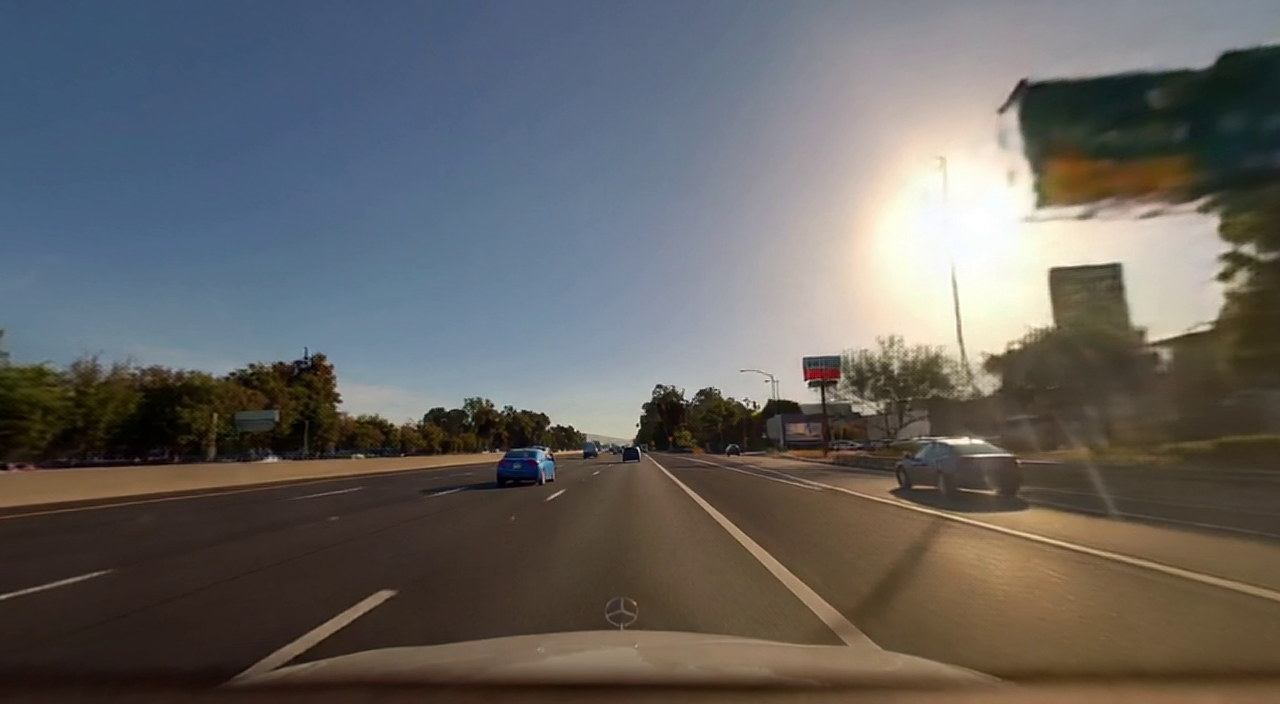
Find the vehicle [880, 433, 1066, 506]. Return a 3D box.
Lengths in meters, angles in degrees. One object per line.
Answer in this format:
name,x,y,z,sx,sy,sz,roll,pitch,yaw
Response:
vehicle,8.236,2.966,16.355,2.035,1.566,5.409,0,-9,2

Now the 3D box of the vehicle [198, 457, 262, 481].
vehicle,-29.389,8.386,45.272,1.790,1.522,4.123,0,-9,0

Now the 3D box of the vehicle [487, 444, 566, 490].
vehicle,-4.140,4.278,23.686,2.071,1.553,4.388,0,-9,1
